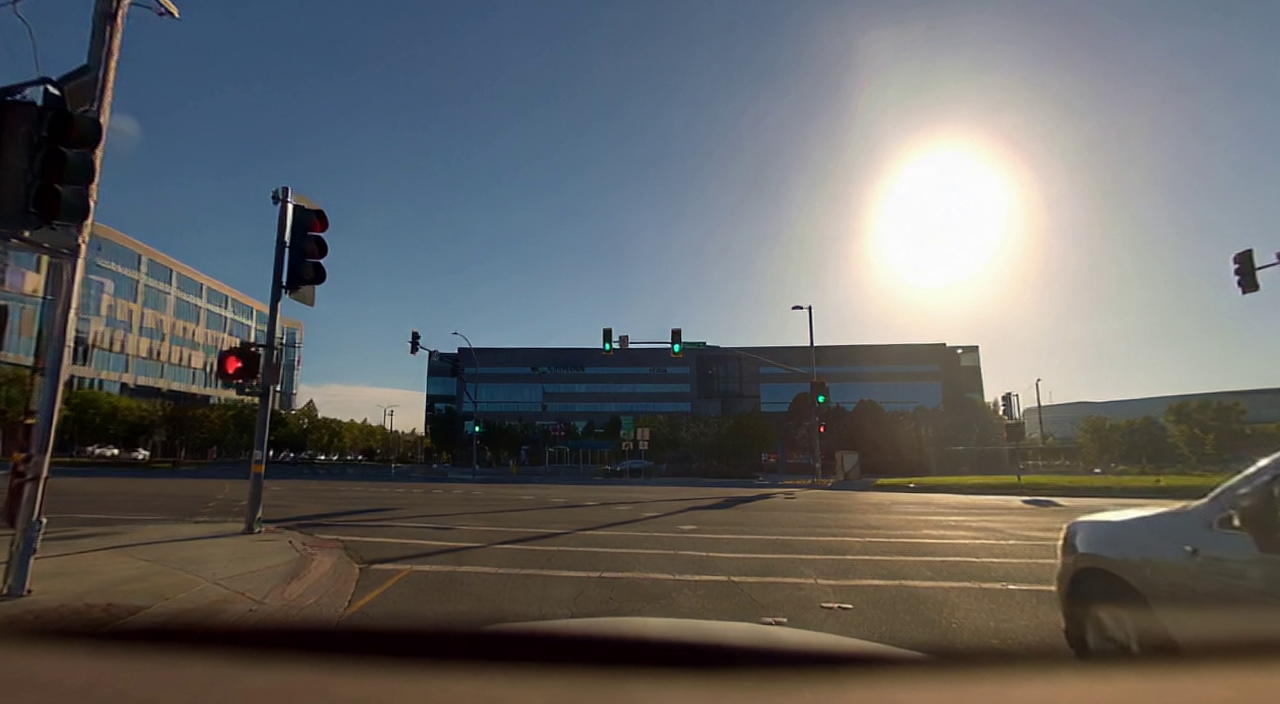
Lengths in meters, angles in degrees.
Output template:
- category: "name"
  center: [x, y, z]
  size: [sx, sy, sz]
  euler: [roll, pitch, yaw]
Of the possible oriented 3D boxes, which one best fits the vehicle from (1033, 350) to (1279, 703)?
- category: "vehicle"
  center: [3.096, 0.704, 1.322]
  size: [1.938, 1.648, 4.211]
  euler: [-1, -8, 3]
